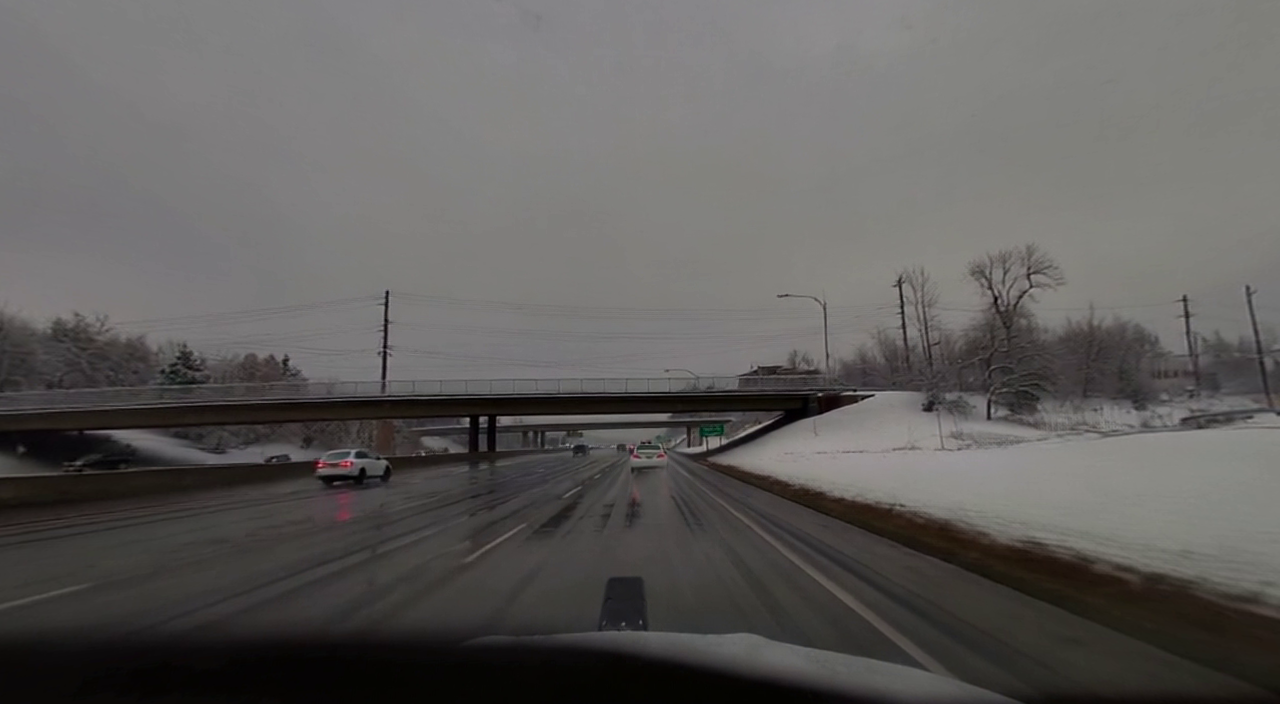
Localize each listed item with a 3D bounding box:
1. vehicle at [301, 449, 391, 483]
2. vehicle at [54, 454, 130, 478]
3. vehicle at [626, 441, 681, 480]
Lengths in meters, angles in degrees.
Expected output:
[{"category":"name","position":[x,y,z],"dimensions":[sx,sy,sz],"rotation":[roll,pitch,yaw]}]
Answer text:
[{"category":"vehicle","position":[-14.216,5.500,30.830],"dimensions":[1.960,1.505,4.854],"rotation":[-1,-9,1]},{"category":"vehicle","position":[-35.646,7.406,41.133],"dimensions":[1.621,1.437,3.645],"rotation":[-1,-9,1]},{"category":"vehicle","position":[0.524,4.621,27.038],"dimensions":[2.145,1.493,4.146],"rotation":[0,-9,0]}]
